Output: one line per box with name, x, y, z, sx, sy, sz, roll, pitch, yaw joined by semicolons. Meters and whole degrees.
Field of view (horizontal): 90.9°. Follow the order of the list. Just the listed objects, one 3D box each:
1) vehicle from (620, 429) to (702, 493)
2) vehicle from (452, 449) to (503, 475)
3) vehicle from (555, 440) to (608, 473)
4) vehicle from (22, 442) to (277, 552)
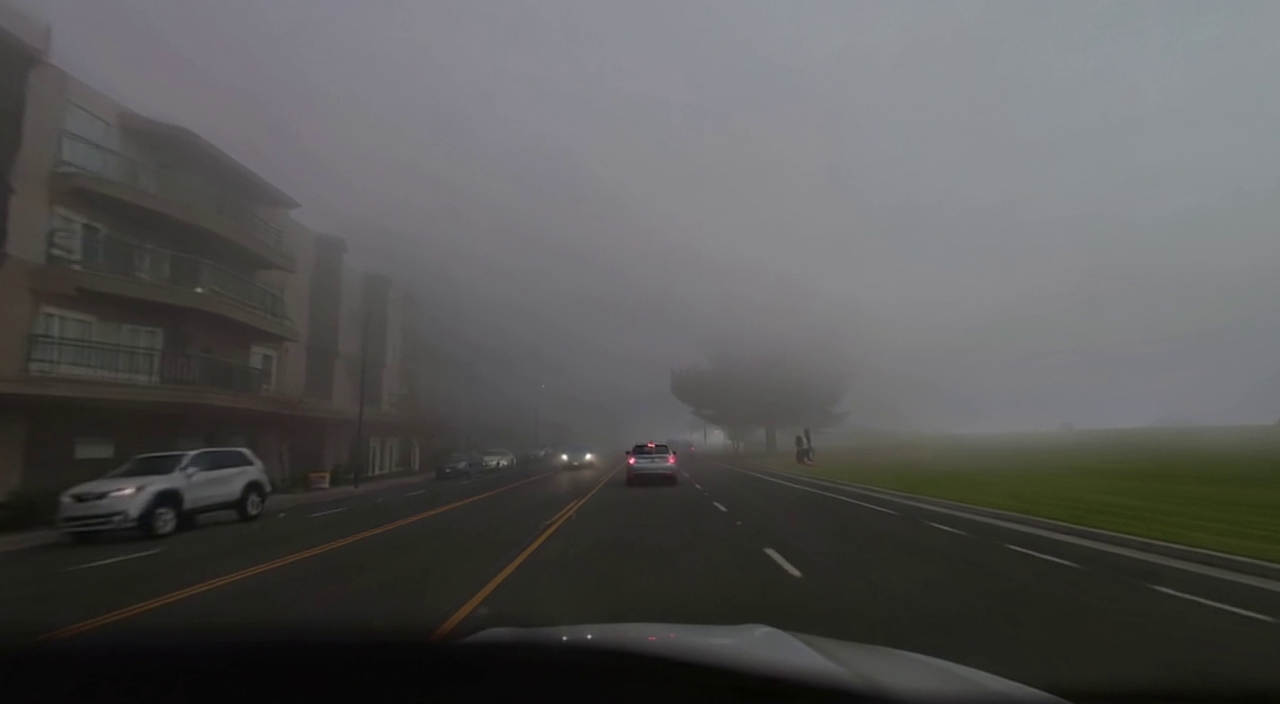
vehicle;0.559;3.144;18.455;2.132;1.632;3.838;0;-9;0
vehicle;-10.167;6.910;39.762;1.839;1.474;4.694;-1;-9;1
vehicle;-2.753;5.077;30.742;2.104;1.455;4.199;-1;-9;1
vehicle;-10.289;2.986;13.829;2.032;1.833;4.465;-3;-8;0
